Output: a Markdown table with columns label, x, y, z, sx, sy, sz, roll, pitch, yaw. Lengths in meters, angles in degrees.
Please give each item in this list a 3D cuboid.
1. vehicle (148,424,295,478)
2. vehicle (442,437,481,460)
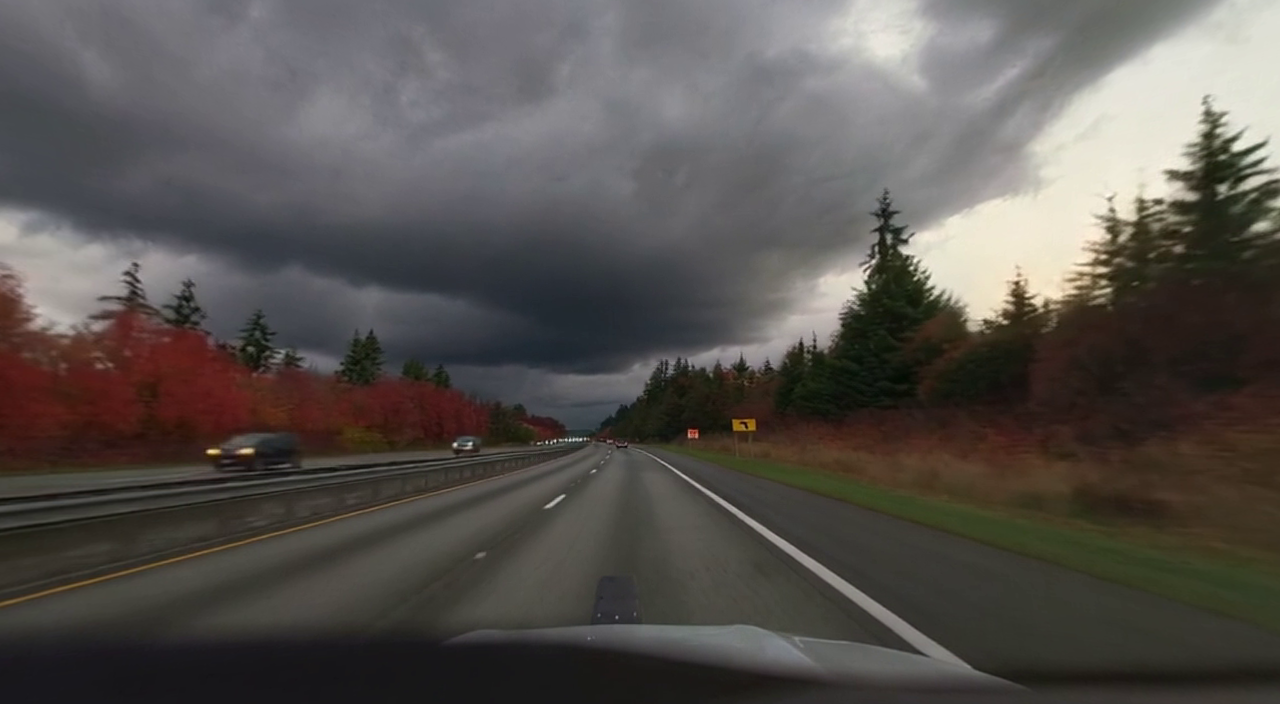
| label | x | y | z | sx | sy | sz | roll | pitch | yaw |
| --- | --- | --- | --- | --- | --- | --- | --- | --- | --- |
| vehicle | -14.263 | 3.405 | 21.851 | 1.949 | 1.646 | 4.601 | 0 | -8 | 0 |
| vehicle | -12.318 | 6.656 | 43.560 | 1.690 | 1.462 | 3.597 | 0 | -8 | -1 |
